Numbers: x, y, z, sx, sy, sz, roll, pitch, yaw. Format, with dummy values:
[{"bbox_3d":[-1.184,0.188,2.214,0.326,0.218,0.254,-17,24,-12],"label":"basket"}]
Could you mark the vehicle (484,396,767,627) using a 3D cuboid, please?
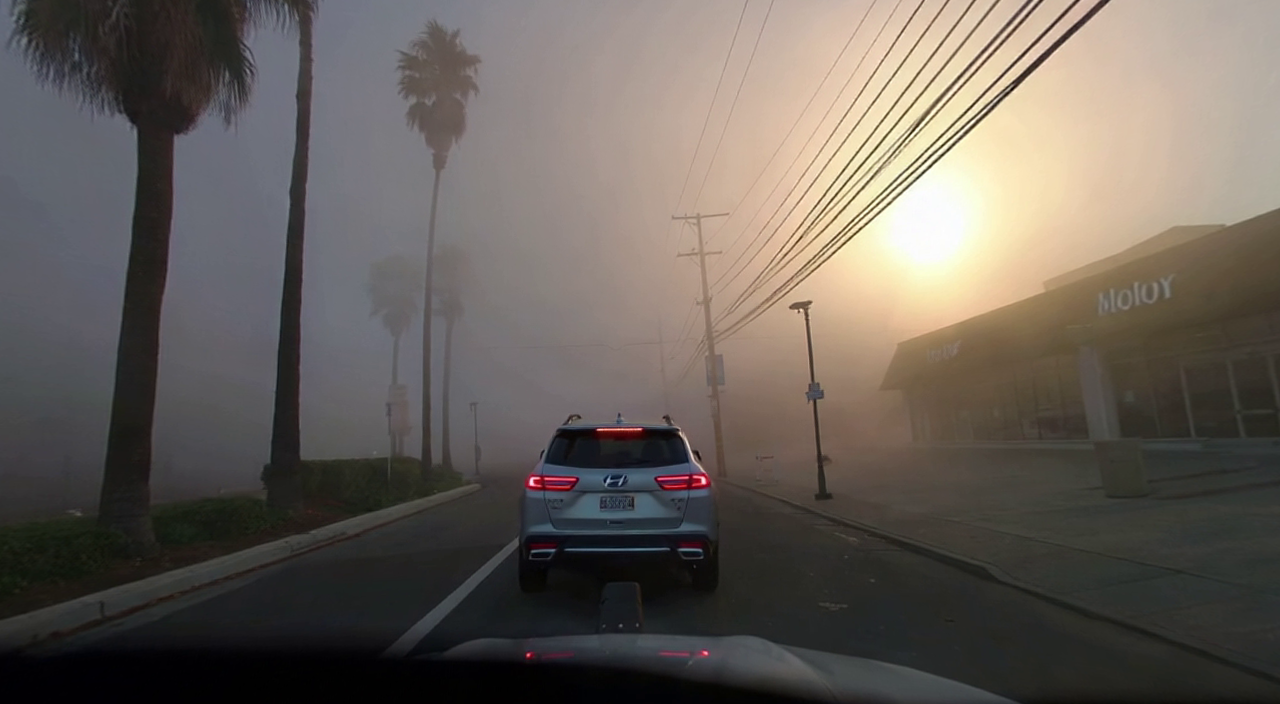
[{"bbox_3d":[-0.192,1.457,6.677,2.105,1.702,3.750,0,-8,-3],"label":"vehicle"}]
